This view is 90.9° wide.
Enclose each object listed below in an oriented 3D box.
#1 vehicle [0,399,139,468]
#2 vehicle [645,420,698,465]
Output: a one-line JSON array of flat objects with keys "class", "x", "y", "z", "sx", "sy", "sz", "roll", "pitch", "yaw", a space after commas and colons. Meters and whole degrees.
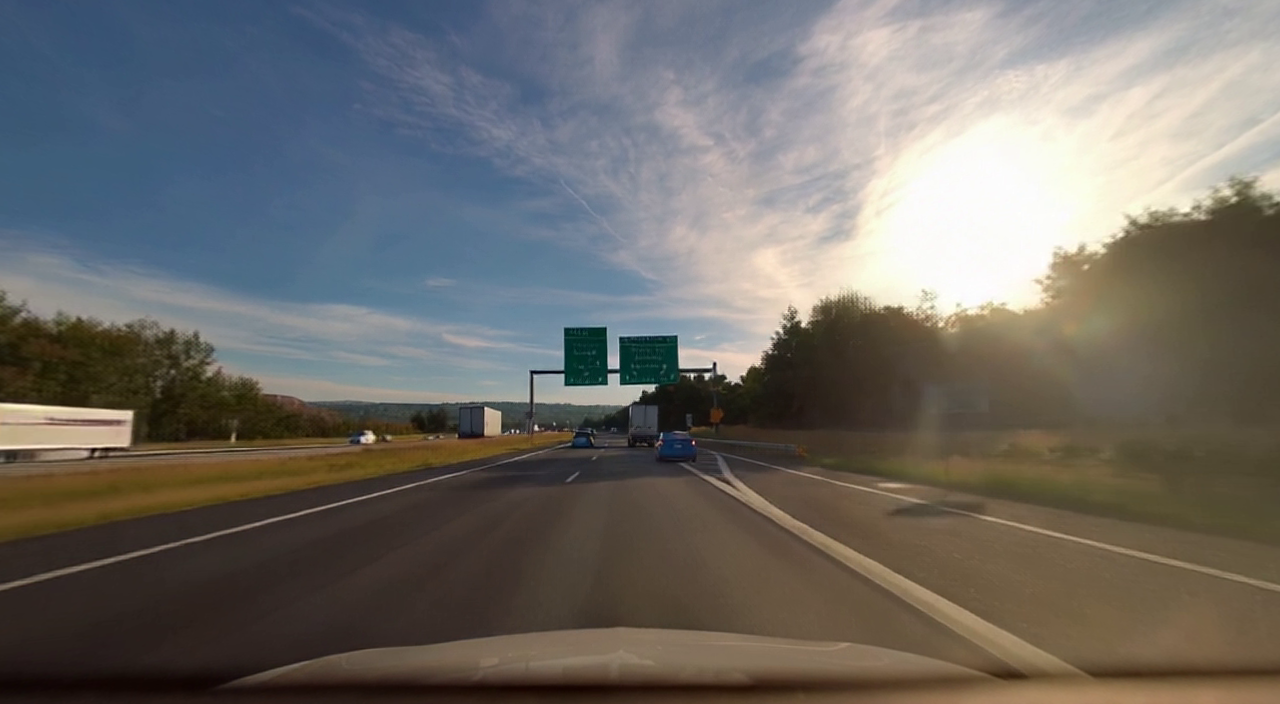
[{"class": "vehicle", "x": -39.935, "y": 5.409, "z": 41.715, "sx": 2.676, "sy": 4.105, "sz": 14.309, "roll": 0, "pitch": -8, "yaw": -4}, {"class": "vehicle", "x": 1.338, "y": 4.120, "z": 28.847, "sx": 2.076, "sy": 1.914, "sz": 4.287, "roll": 0, "pitch": -8, "yaw": -2}]
